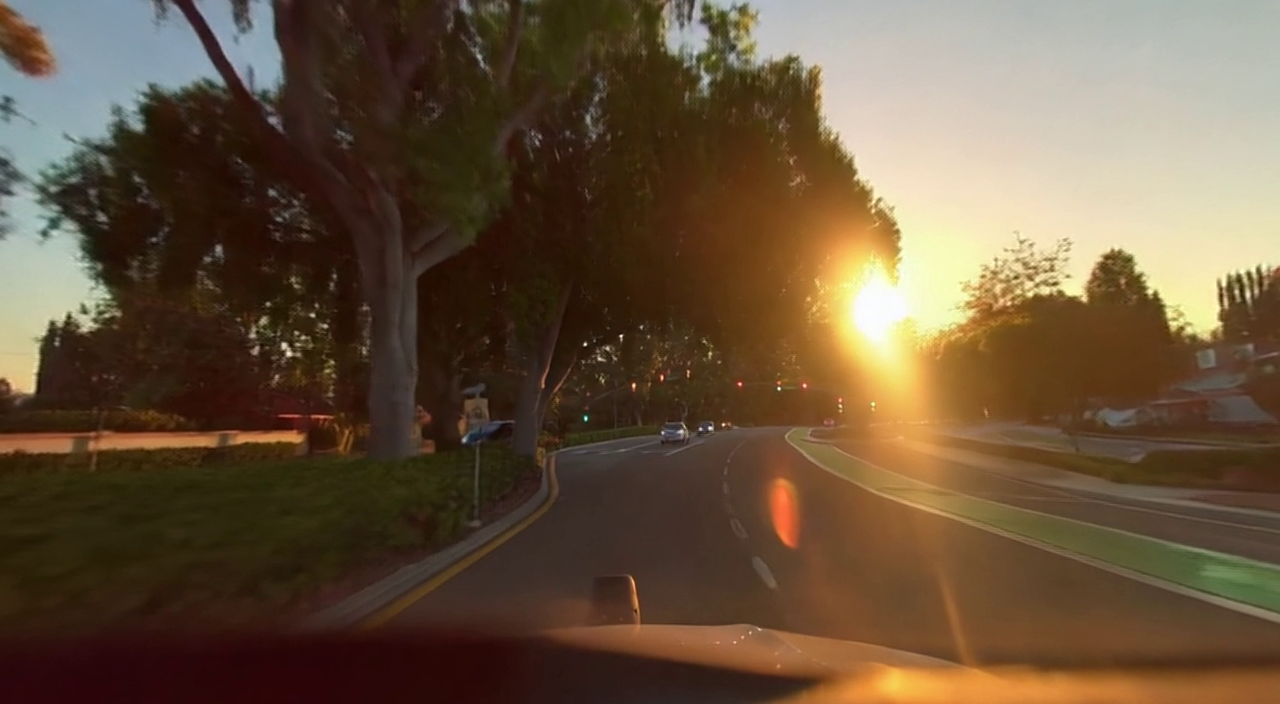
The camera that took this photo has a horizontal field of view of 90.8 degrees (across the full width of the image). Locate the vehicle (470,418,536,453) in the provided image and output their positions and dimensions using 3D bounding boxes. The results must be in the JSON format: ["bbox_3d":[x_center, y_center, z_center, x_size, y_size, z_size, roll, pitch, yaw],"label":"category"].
[{"bbox_3d":[-7.640,4.774,35.810,2.182,1.843,4.604,-1,-9,8],"label":"vehicle"}]
